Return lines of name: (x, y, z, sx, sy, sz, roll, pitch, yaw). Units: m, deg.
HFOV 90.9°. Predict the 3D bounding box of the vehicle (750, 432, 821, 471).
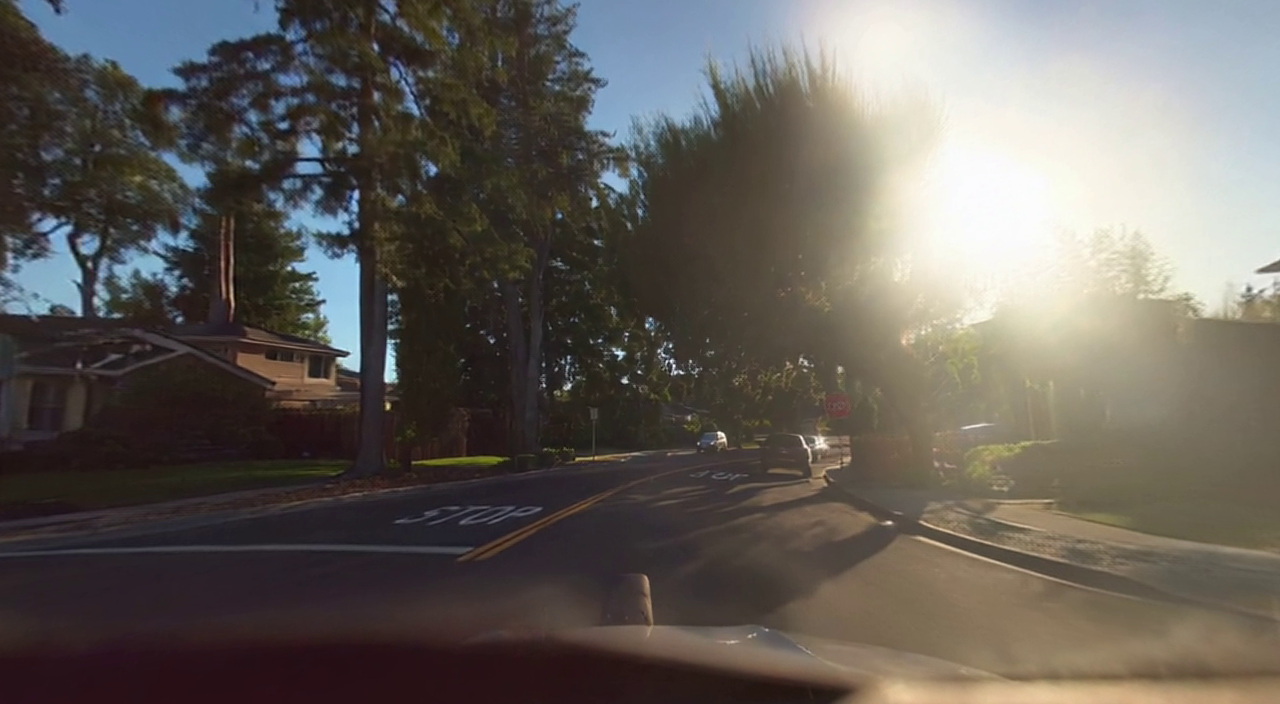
vehicle: (6.976, 4.663, 29.846, 2.692, 1.649, 4.689, -3, -8, 20)
